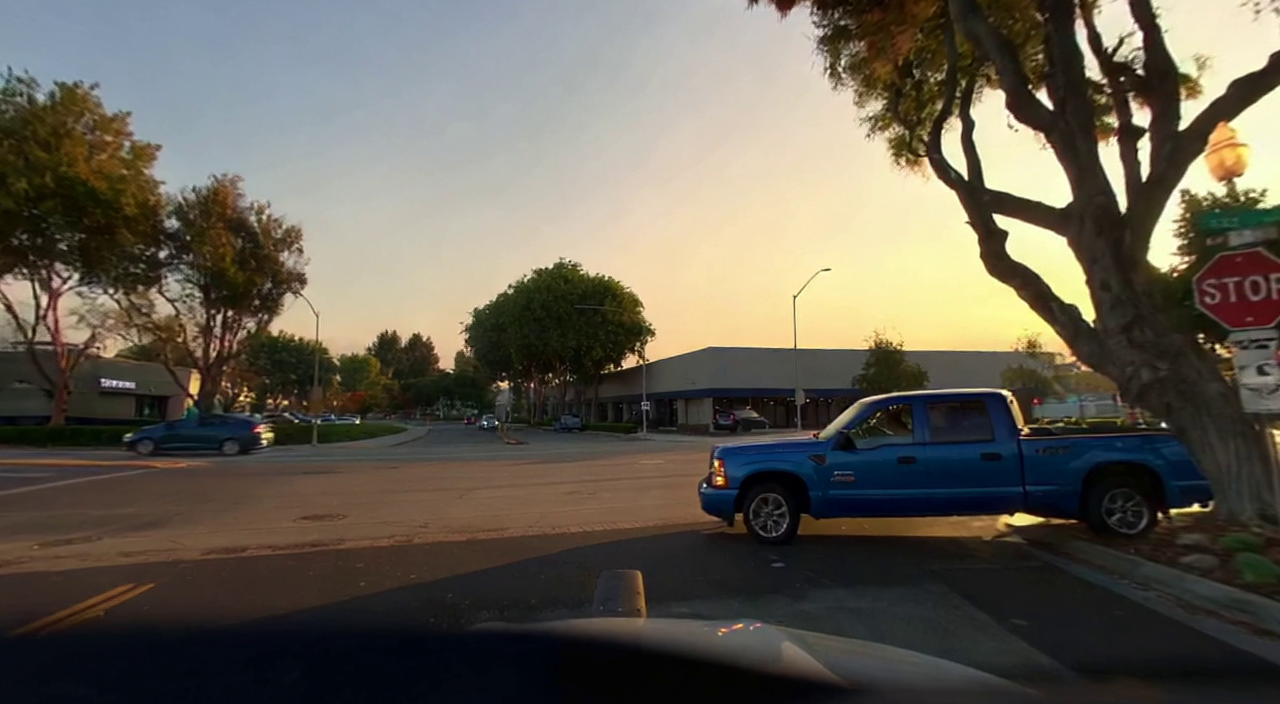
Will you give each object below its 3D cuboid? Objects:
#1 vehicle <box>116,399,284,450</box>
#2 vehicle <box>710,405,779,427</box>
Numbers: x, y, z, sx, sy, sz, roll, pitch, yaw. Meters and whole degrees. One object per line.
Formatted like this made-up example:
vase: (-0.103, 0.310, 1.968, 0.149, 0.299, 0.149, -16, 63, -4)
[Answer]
vehicle: (-17.340, 2.950, 25.072, 4.961, 1.876, 2.091, 2, -9, -15)
vehicle: (7.609, 4.706, 45.866, 4.674, 1.483, 1.745, 1, -8, -7)
